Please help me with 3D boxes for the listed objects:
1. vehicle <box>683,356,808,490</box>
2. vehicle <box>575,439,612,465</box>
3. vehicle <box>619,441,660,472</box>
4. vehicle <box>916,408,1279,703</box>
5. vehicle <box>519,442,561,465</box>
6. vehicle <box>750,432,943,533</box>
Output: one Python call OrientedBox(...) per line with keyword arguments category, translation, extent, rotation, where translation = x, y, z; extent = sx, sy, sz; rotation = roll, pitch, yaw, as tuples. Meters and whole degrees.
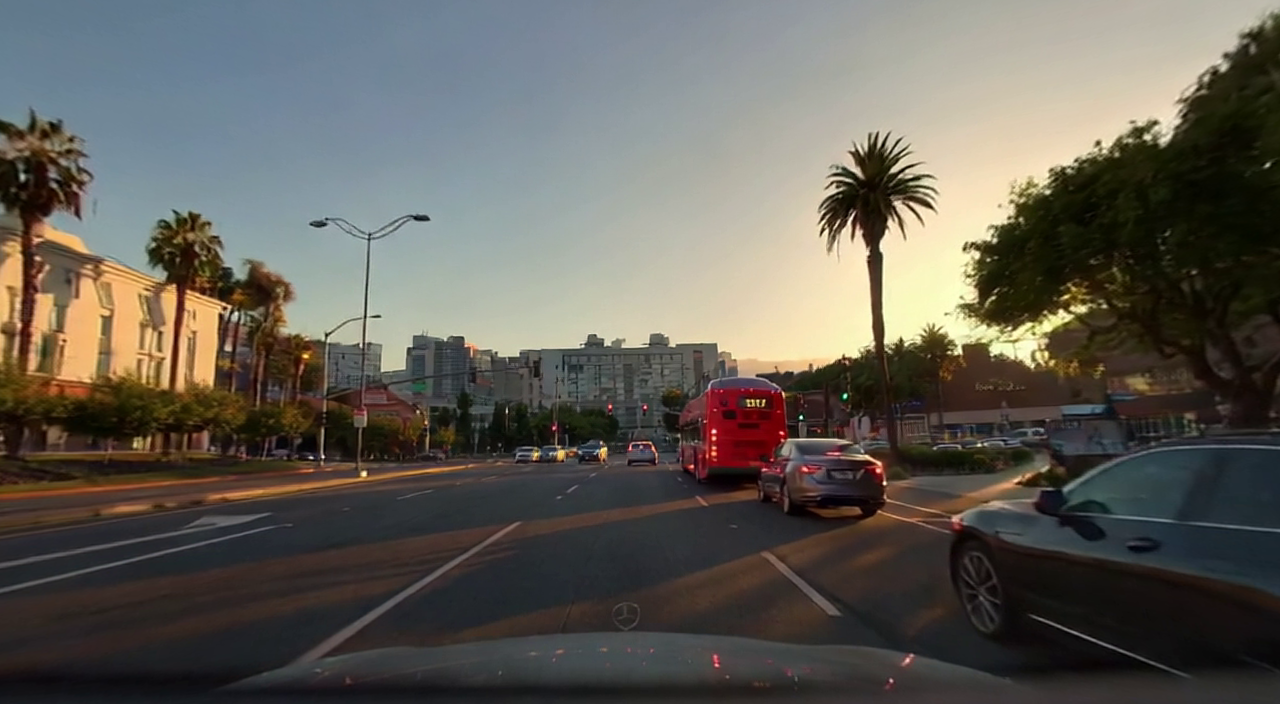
OrientedBox(category="vehicle", translation=(3.592, 3.130, 25.752), extent=(2.970, 4.015, 13.606), rotation=(0, -9, 1))
OrientedBox(category="vehicle", translation=(-3.121, 6.814, 43.141), extent=(2.020, 1.721, 4.366), rotation=(-1, -9, 2))
OrientedBox(category="vehicle", translation=(0.004, 5.477, 33.260), extent=(2.060, 1.499, 3.831), rotation=(0, -9, 1))
OrientedBox(category="vehicle", translation=(3.343, 1.042, 2.892), extent=(2.063, 1.483, 4.620), rotation=(0, -9, 0))
OrientedBox(category="vehicle", translation=(-6.736, 6.893, 43.072), extent=(1.927, 1.480, 4.832), rotation=(-1, -9, 2))
OrientedBox(category="vehicle", translation=(3.603, 2.382, 12.226), extent=(1.965, 1.519, 5.078), rotation=(0, -9, -1))
